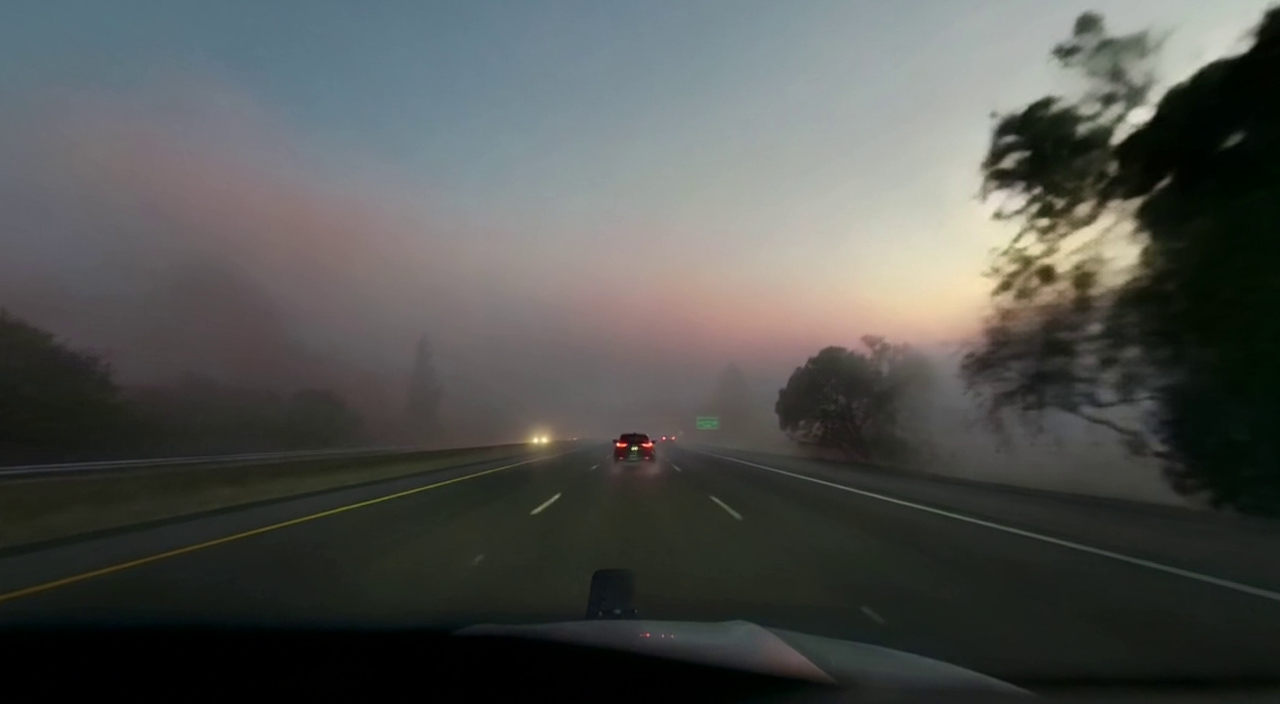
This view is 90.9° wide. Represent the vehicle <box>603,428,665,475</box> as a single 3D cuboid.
[{"bbox_3d":[-0.225,3.634,23.239,2.094,1.600,3.666,0,-8,-1],"label":"vehicle"}]
